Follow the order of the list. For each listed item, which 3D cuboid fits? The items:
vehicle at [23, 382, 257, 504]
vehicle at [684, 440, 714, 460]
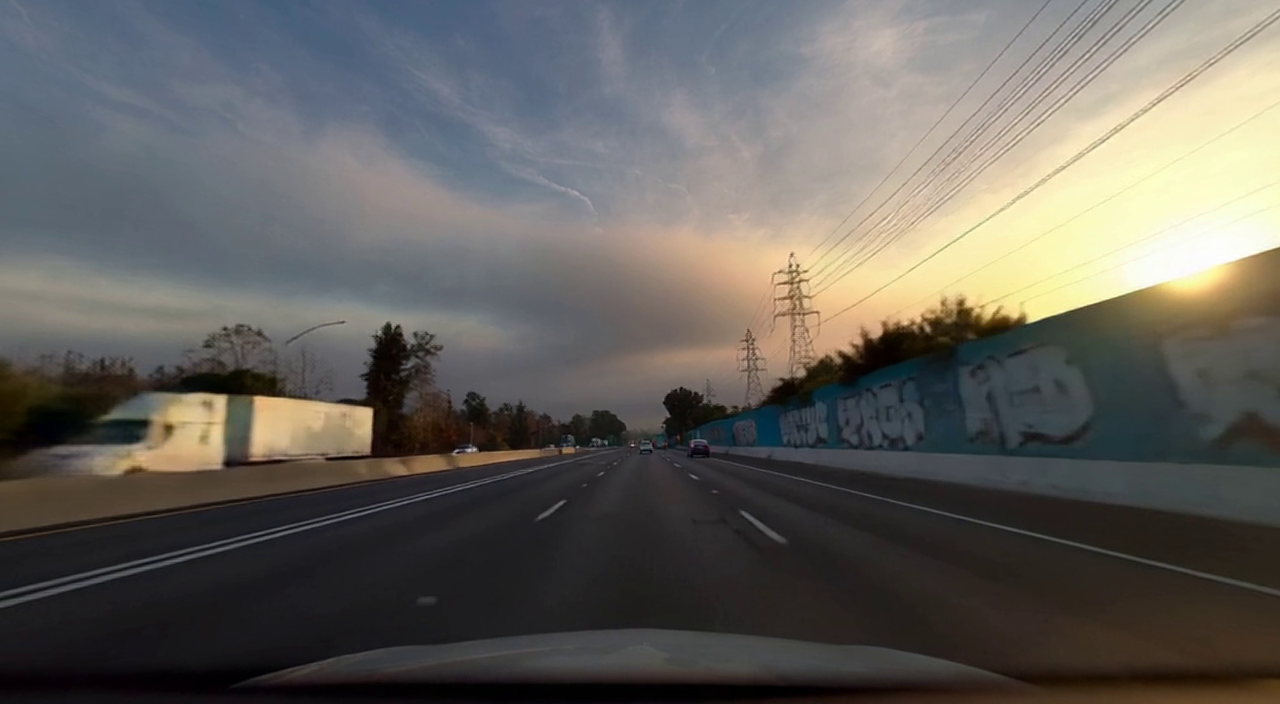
[{"bbox_3d":[-18.907,3.556,24.667,3.012,4.030,7.276,-1,-9,0],"label":"vehicle"},{"bbox_3d":[4.572,7.696,49.388,1.991,1.494,3.951,0,-8,0],"label":"vehicle"}]
